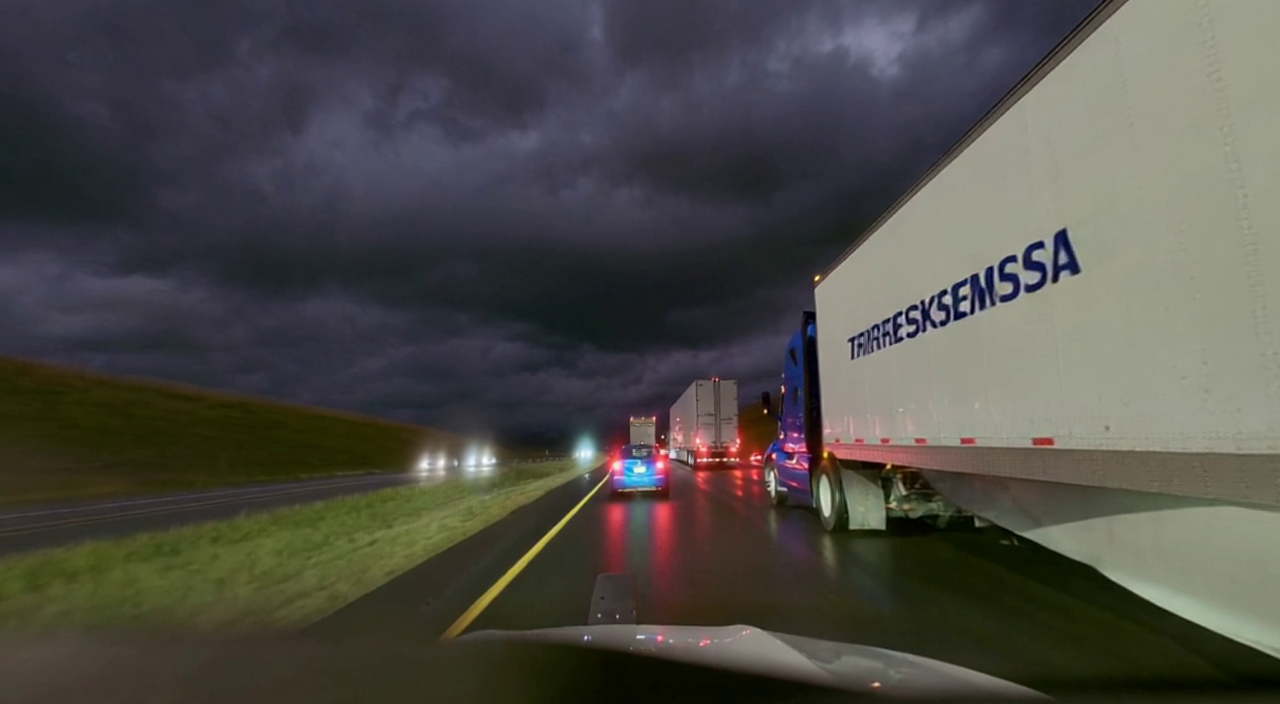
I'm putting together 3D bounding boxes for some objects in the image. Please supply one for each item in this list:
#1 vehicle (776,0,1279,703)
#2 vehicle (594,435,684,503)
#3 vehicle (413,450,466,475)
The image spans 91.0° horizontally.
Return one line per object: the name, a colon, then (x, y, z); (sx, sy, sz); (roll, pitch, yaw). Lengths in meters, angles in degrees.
vehicle: (4.339, -0.291, 4.048); (3.410, 4.438, 14.410); (0, -8, -1)
vehicle: (-0.054, 2.927, 16.203); (2.045, 1.507, 3.763); (-1, -8, -1)
vehicle: (-13.902, 7.660, 43.886); (2.046, 1.490, 4.634); (-1, -8, 2)
